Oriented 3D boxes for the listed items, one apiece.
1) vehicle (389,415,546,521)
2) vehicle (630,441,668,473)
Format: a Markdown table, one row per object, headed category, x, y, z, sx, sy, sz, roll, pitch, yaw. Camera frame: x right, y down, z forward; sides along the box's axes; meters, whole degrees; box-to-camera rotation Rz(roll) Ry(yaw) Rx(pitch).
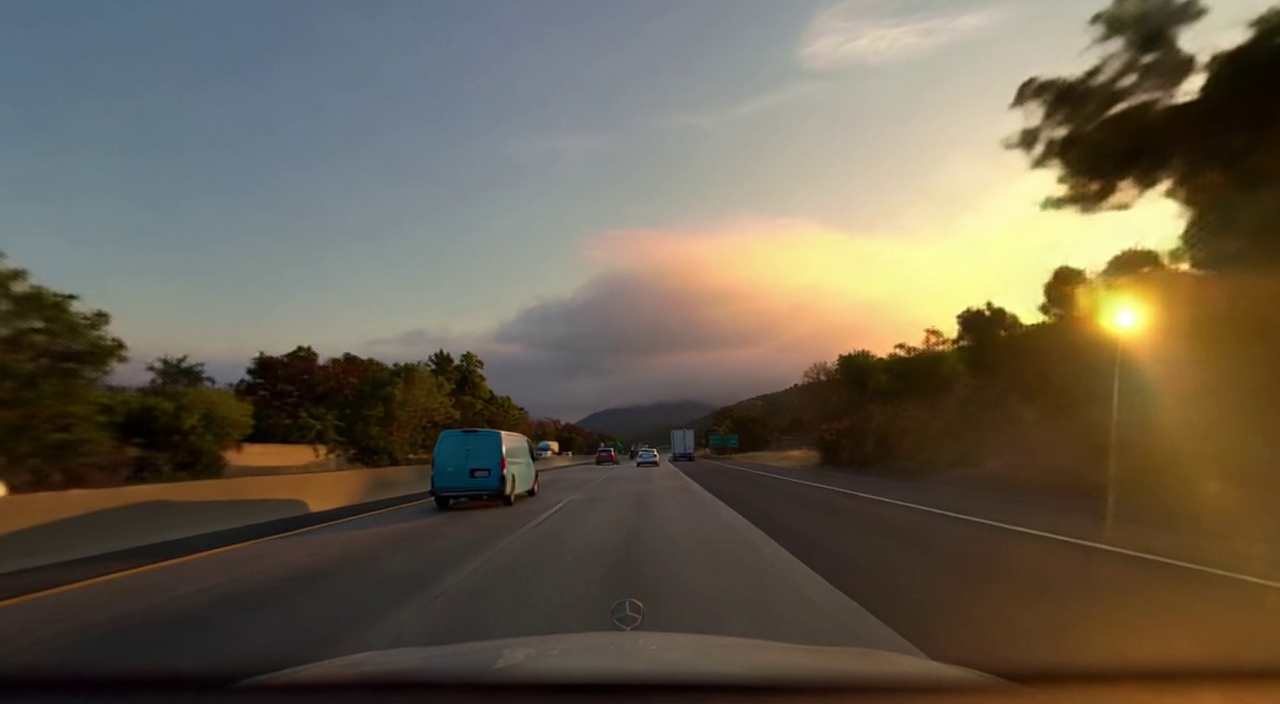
| category | x | y | z | sx | sy | sz | roll | pitch | yaw |
| --- | --- | --- | --- | --- | --- | --- | --- | --- | --- |
| vehicle | -3.687 | 2.616 | 14.682 | 2.167 | 1.991 | 5.062 | -1 | -9 | 1 |
| vehicle | 0.522 | 6.469 | 39.053 | 2.209 | 1.825 | 4.036 | -1 | -9 | 1 |
